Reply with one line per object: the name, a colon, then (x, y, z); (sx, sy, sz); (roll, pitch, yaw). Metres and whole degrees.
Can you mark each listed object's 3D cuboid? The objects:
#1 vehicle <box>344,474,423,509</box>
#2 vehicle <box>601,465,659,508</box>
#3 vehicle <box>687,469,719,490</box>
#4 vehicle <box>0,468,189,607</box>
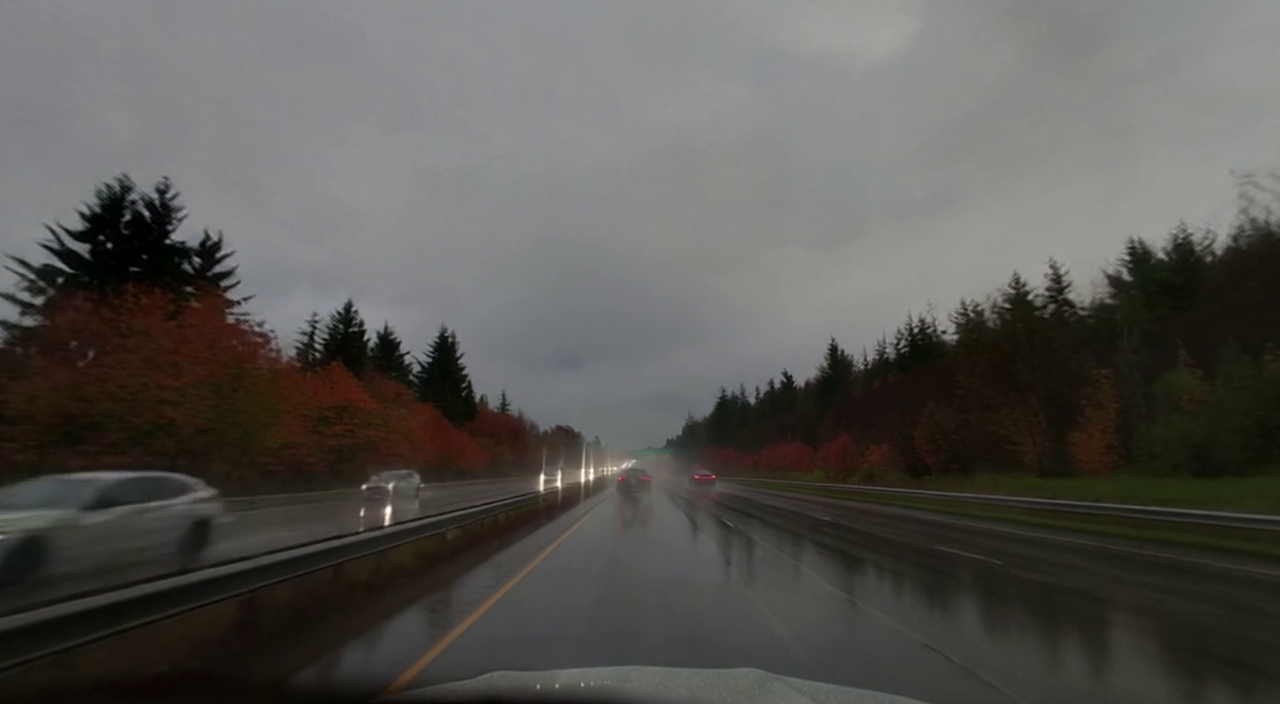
vehicle: (-12.167, 6.630, 30.200); (1.909, 1.445, 4.225); (0, -10, 2)
vehicle: (-0.375, 5.120, 24.205); (2.060, 1.473, 3.726); (1, -10, -1)
vehicle: (4.743, 9.694, 47.965); (1.974, 1.476, 4.119); (1, -10, -1)
vehicle: (-7.820, 2.179, 7.726); (1.780, 1.447, 3.670); (1, -10, 0)
